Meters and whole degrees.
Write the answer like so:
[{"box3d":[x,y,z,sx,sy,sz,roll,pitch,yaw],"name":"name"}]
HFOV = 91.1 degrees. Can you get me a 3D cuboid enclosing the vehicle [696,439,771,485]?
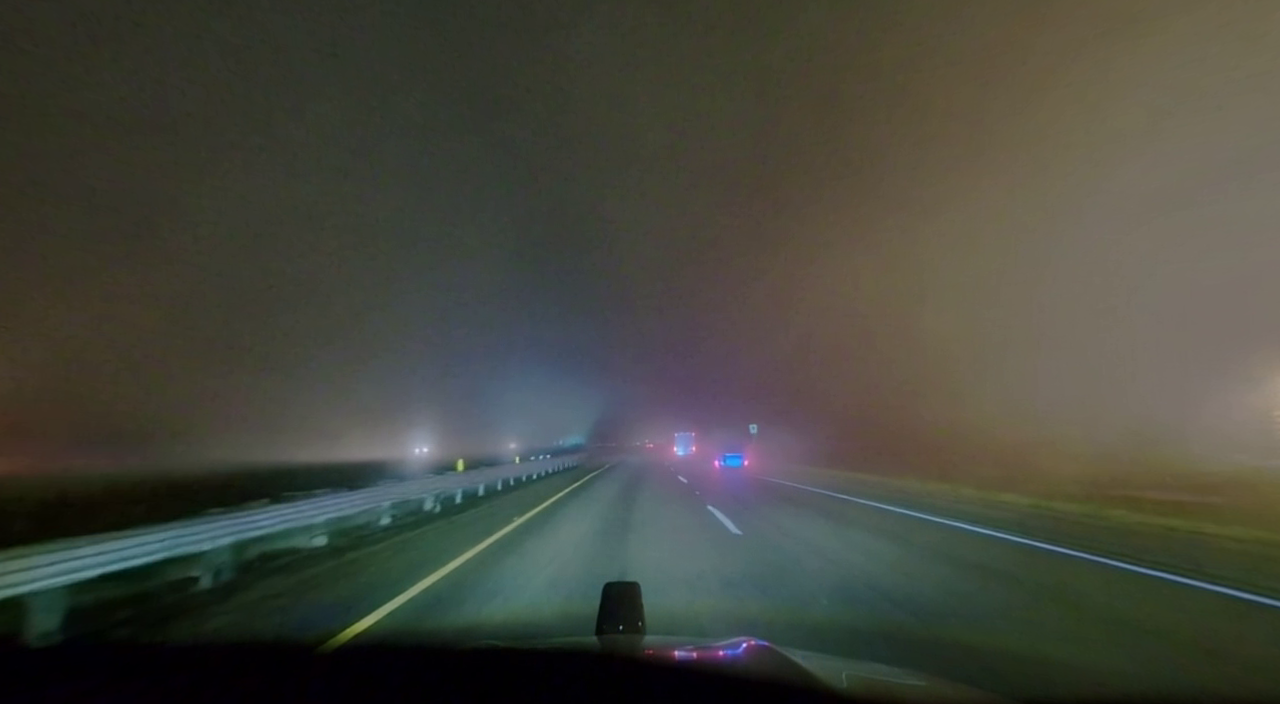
[{"box3d":[3.343,4.037,23.372,2.044,1.527,4.658,0,-8,-1],"name":"vehicle"}]
